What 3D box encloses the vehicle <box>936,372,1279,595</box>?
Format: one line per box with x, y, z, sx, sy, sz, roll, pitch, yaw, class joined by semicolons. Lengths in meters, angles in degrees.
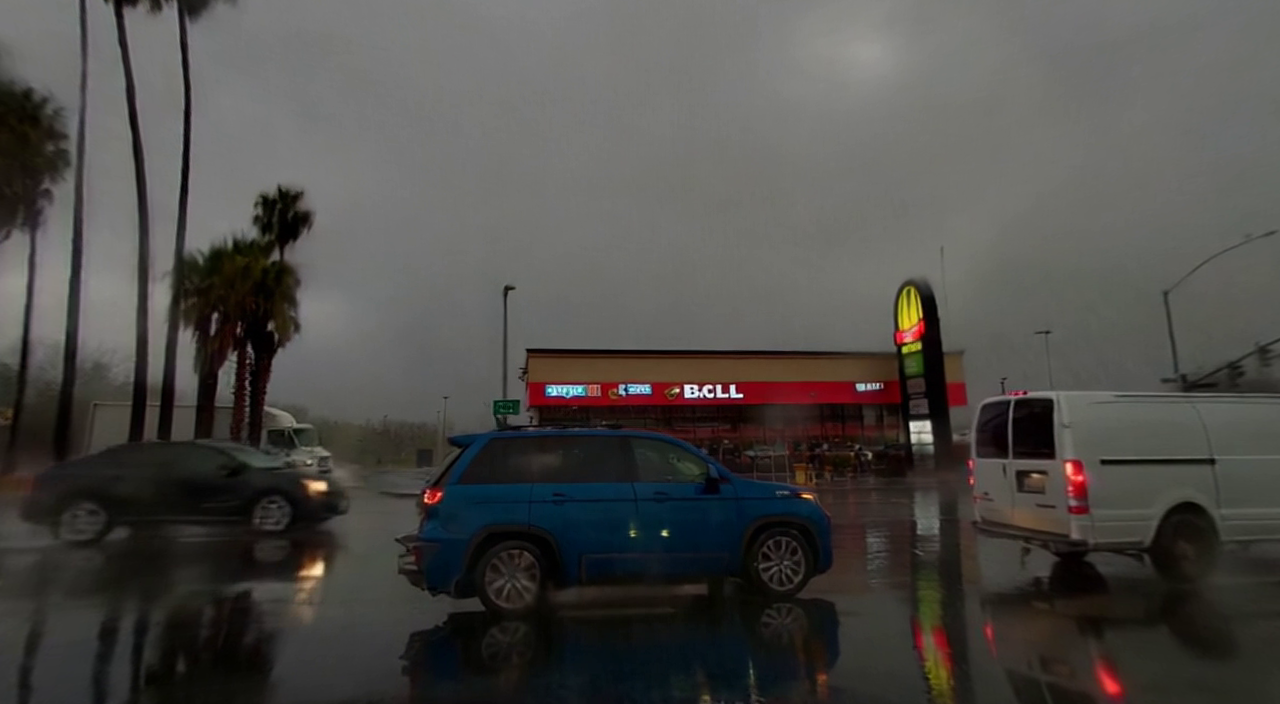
7.346;1.516;7.848;6.246;2.202;2.277;1;-9;-7;vehicle

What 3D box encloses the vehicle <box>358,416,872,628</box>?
-0.239;1.611;6.666;4.493;1.728;2.137;1;-9;-8;vehicle

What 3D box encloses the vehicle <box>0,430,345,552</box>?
-7.222;2.062;9.792;4.280;1.625;2.062;1;-9;-7;vehicle
